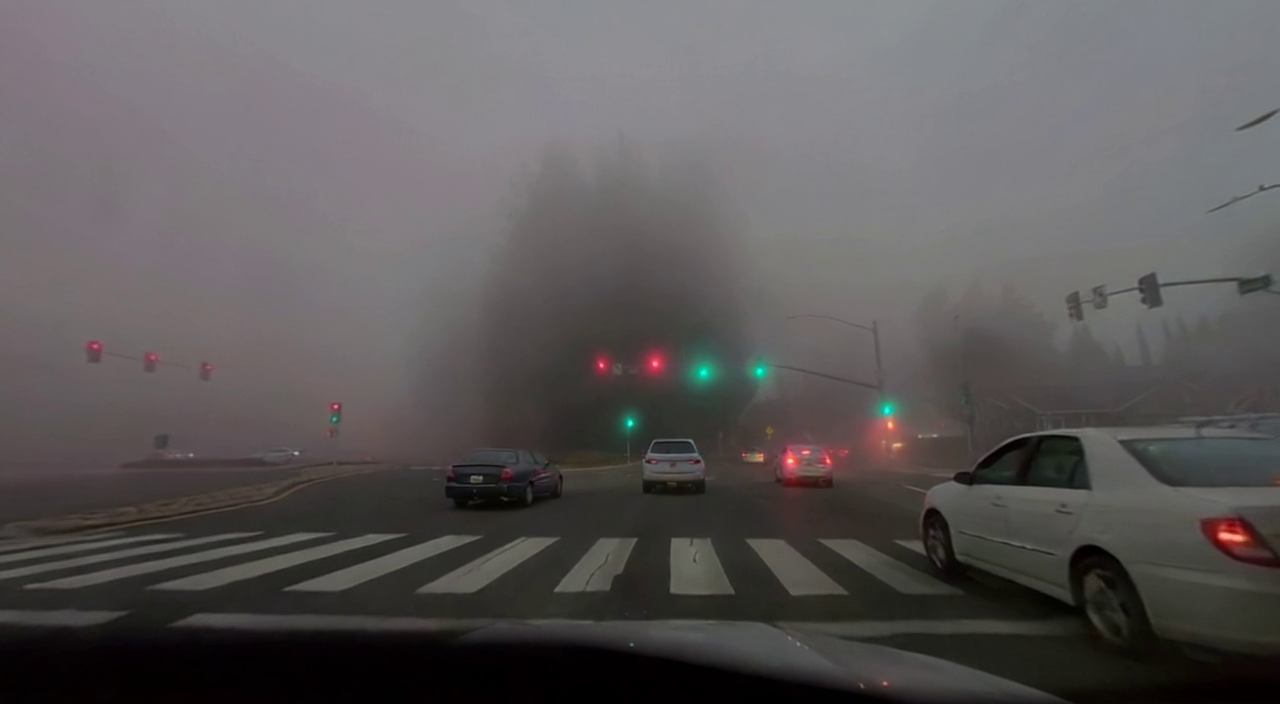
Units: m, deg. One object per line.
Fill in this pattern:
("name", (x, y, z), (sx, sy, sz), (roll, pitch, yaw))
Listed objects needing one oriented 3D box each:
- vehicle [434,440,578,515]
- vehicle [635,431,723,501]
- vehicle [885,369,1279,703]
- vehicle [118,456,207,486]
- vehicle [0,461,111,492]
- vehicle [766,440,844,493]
("vehicle", (-2.928, 2.868, 14.976), (2.006, 1.464, 4.586), (-1, -9, 6))
("vehicle", (1.215, 3.260, 18.461), (2.250, 1.768, 4.574), (-1, -9, 6))
("vehicle", (3.755, 1.218, 4.728), (2.106, 1.636, 4.655), (-1, -9, 2))
("vehicle", (-26.085, 6.464, 34.448), (4.066, 1.506, 1.867), (-3, -9, 20))
("vehicle", (-29.522, 6.198, 31.452), (4.647, 1.427, 2.065), (-1, -9, 8))
("vehicle", (5.198, 3.635, 20.303), (1.859, 1.540, 3.454), (-1, -9, 5))
